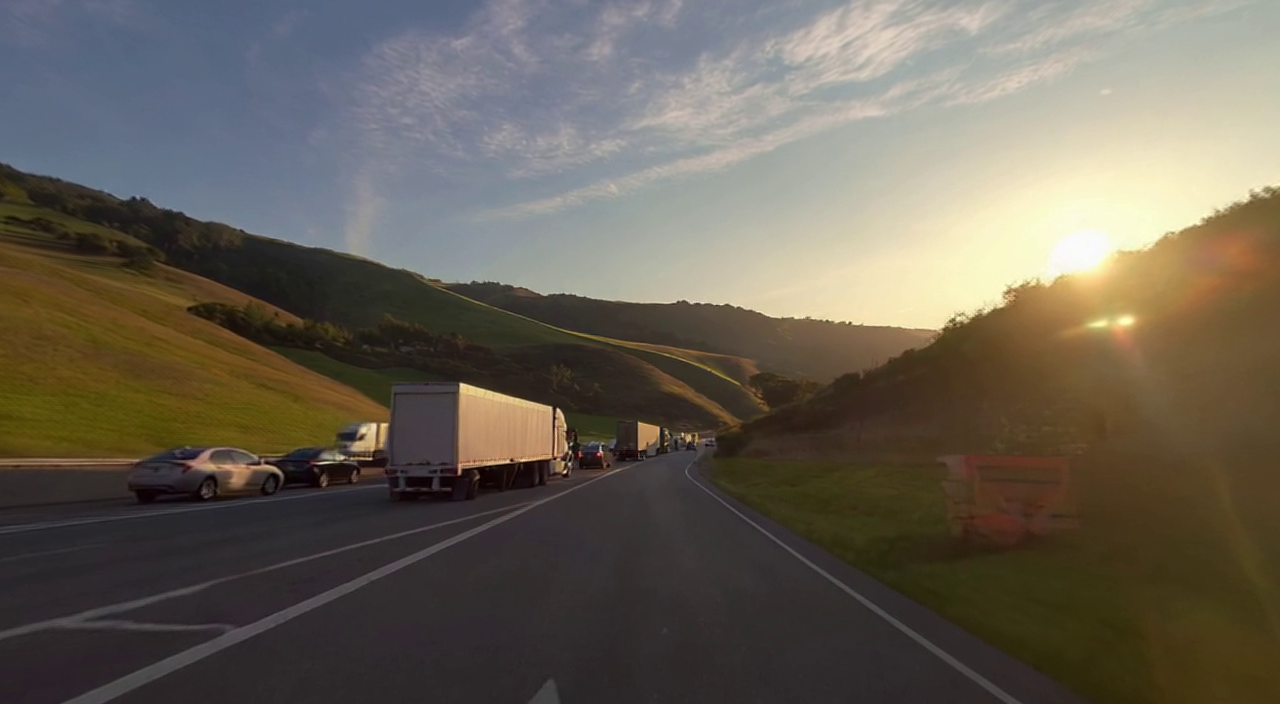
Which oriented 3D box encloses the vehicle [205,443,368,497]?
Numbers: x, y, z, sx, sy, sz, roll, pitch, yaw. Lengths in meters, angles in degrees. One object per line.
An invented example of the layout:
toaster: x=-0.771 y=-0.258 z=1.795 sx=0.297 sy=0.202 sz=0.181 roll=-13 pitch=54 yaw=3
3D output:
vehicle: x=-11.053 y=3.712 z=20.248 sx=1.925 sy=1.493 sz=4.864 roll=-1 pitch=-9 yaw=8

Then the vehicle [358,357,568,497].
vehicle: x=-6.023 y=3.292 z=25.656 sx=2.848 sy=4.067 sz=14.314 roll=-1 pitch=-9 yaw=7

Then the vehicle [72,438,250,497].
vehicle: x=-15.034 y=3.637 z=20.139 sx=1.943 sy=1.662 sz=4.283 roll=-1 pitch=-9 yaw=8
